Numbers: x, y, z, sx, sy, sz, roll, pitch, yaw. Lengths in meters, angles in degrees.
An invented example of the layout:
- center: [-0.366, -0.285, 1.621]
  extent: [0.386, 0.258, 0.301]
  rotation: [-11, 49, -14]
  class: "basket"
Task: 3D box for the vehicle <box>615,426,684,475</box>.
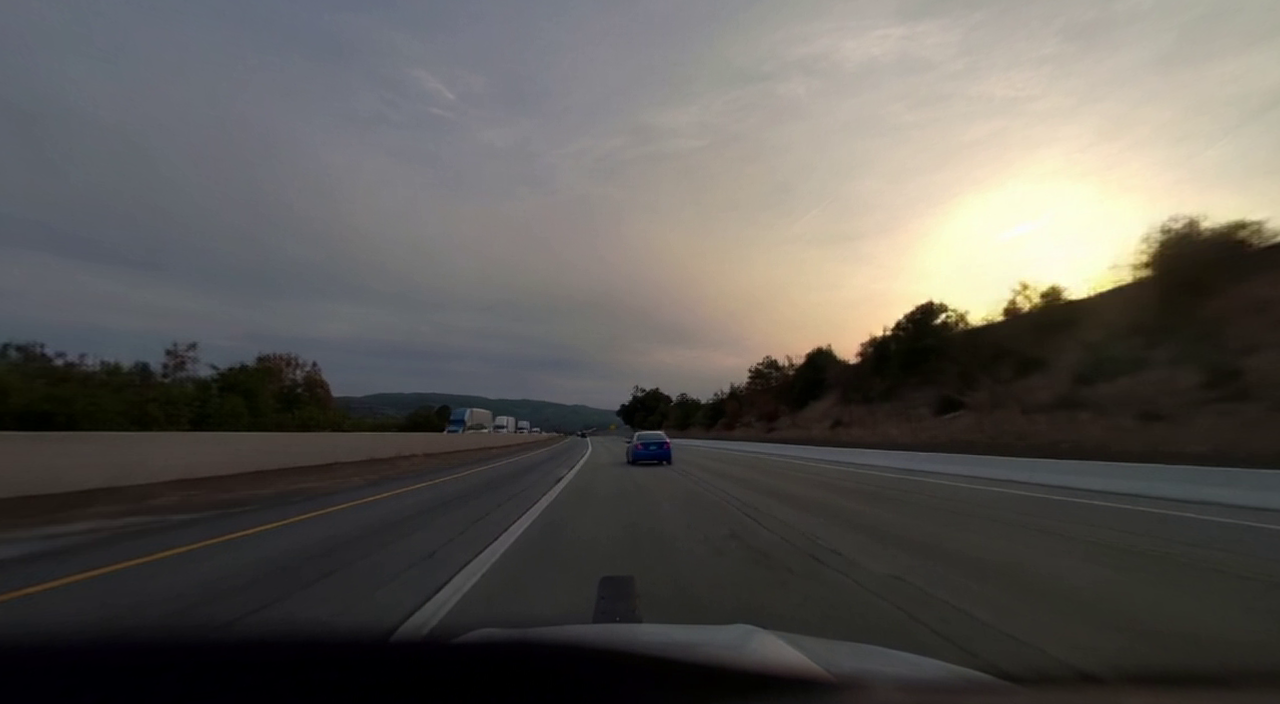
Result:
- center: [0.230, 3.481, 22.637]
  extent: [1.997, 1.589, 4.179]
  rotation: [1, -8, -6]
  class: "vehicle"
